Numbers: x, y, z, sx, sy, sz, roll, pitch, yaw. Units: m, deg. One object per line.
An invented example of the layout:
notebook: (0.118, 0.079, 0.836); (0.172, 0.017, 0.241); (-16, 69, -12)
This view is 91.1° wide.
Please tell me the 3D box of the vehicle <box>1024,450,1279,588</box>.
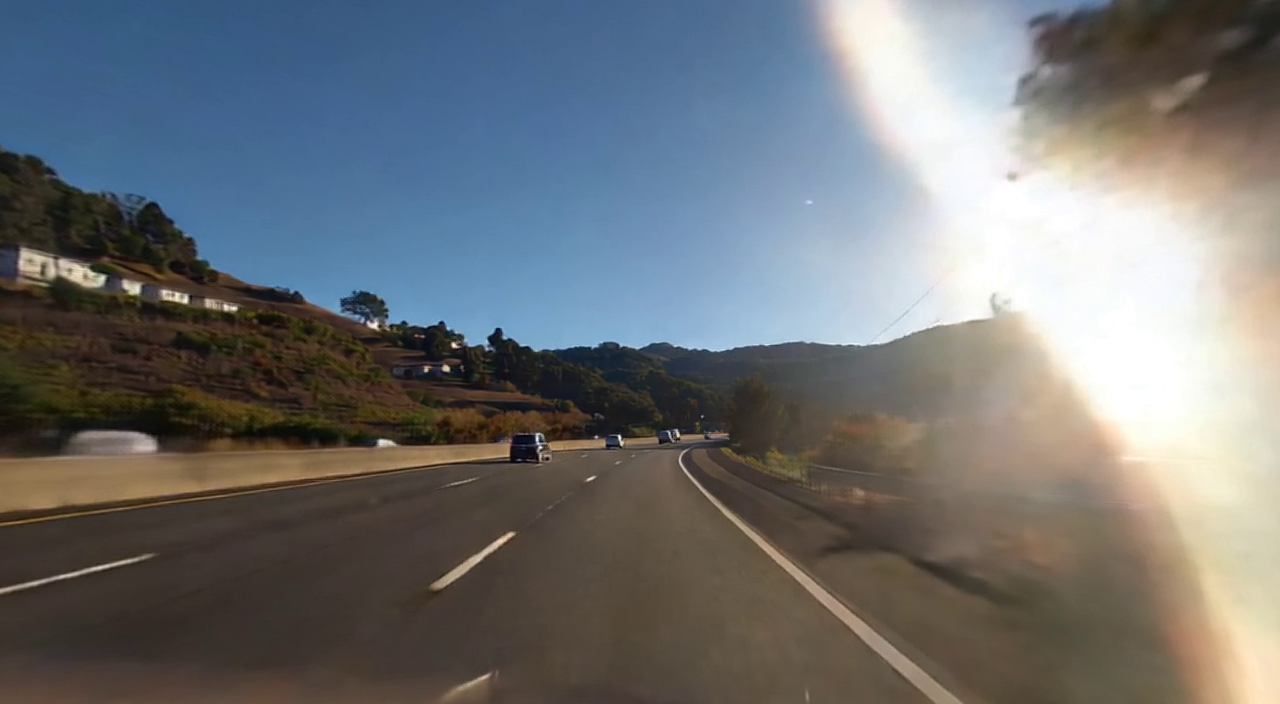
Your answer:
vehicle: (10.358, 2.934, 12.158); (2.325, 1.972, 5.577); (1, -9, 0)

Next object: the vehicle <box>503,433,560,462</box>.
vehicle: (-5.903, 5.266, 34.595); (2.010, 1.489, 4.456); (0, -9, 5)
